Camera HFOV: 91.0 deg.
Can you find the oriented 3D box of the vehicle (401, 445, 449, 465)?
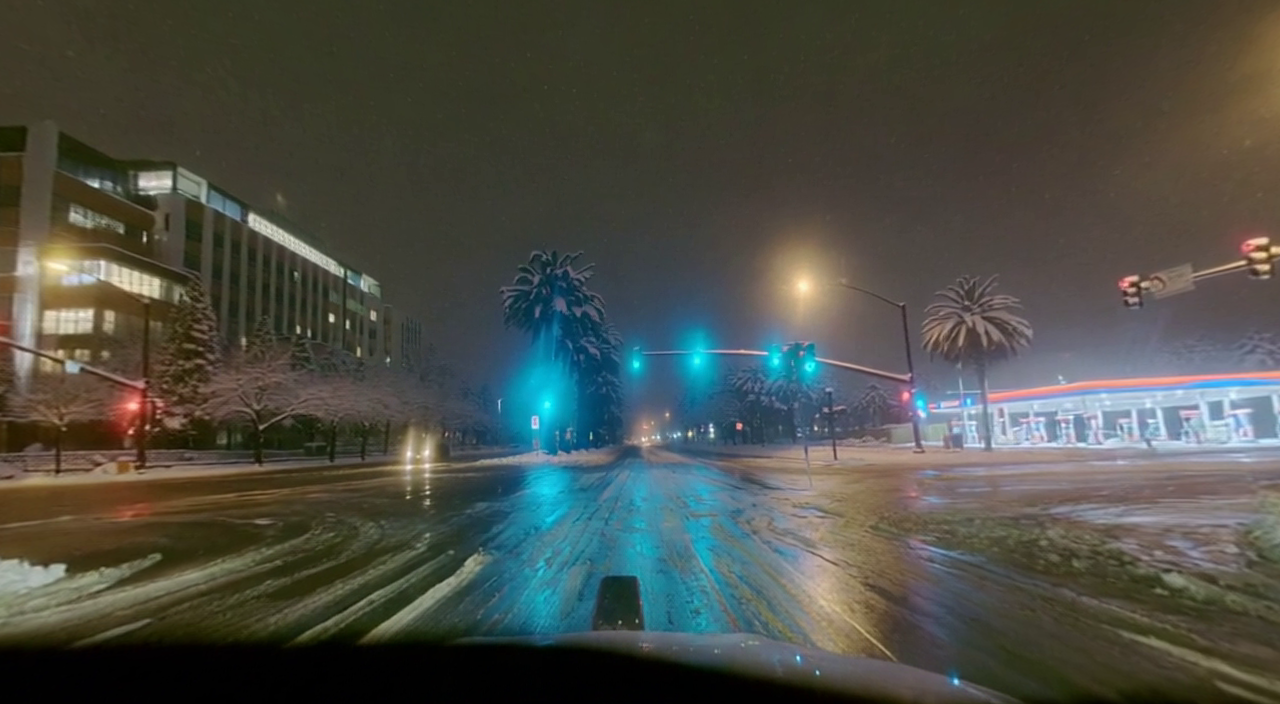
[{"bbox_3d":[-16.377,7.867,48.137,2.033,1.467,4.504,0,-8,0],"label":"vehicle"}]
